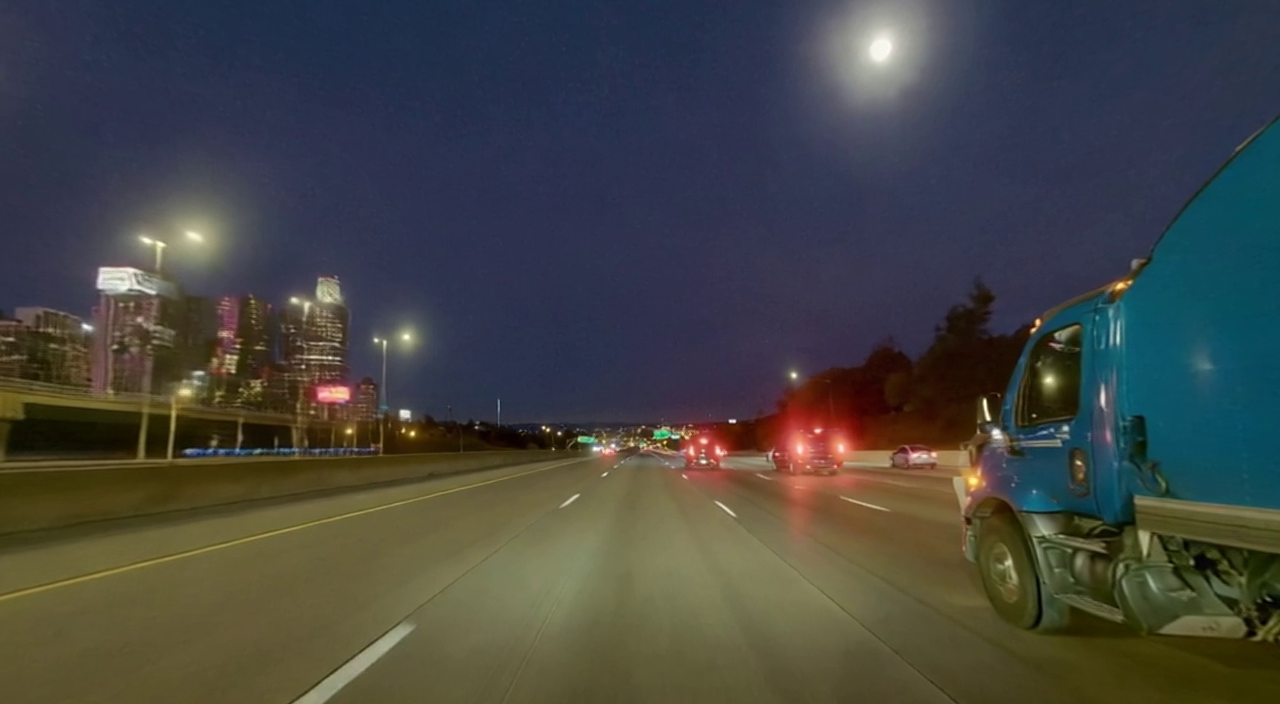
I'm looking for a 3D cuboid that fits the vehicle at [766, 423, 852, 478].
[{"bbox_3d":[7.390,4.404,28.313,2.301,2.203,5.419,0,-8,0],"label":"vehicle"}]

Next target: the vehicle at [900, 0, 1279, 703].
[{"bbox_3d":[3.210,0.131,1.140,2.436,2.745,7.034,0,-8,0],"label":"vehicle"}]

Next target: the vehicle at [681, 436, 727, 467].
[{"bbox_3d":[4.213,6.666,42.438,2.464,1.961,5.520,0,-8,-1],"label":"vehicle"}]
